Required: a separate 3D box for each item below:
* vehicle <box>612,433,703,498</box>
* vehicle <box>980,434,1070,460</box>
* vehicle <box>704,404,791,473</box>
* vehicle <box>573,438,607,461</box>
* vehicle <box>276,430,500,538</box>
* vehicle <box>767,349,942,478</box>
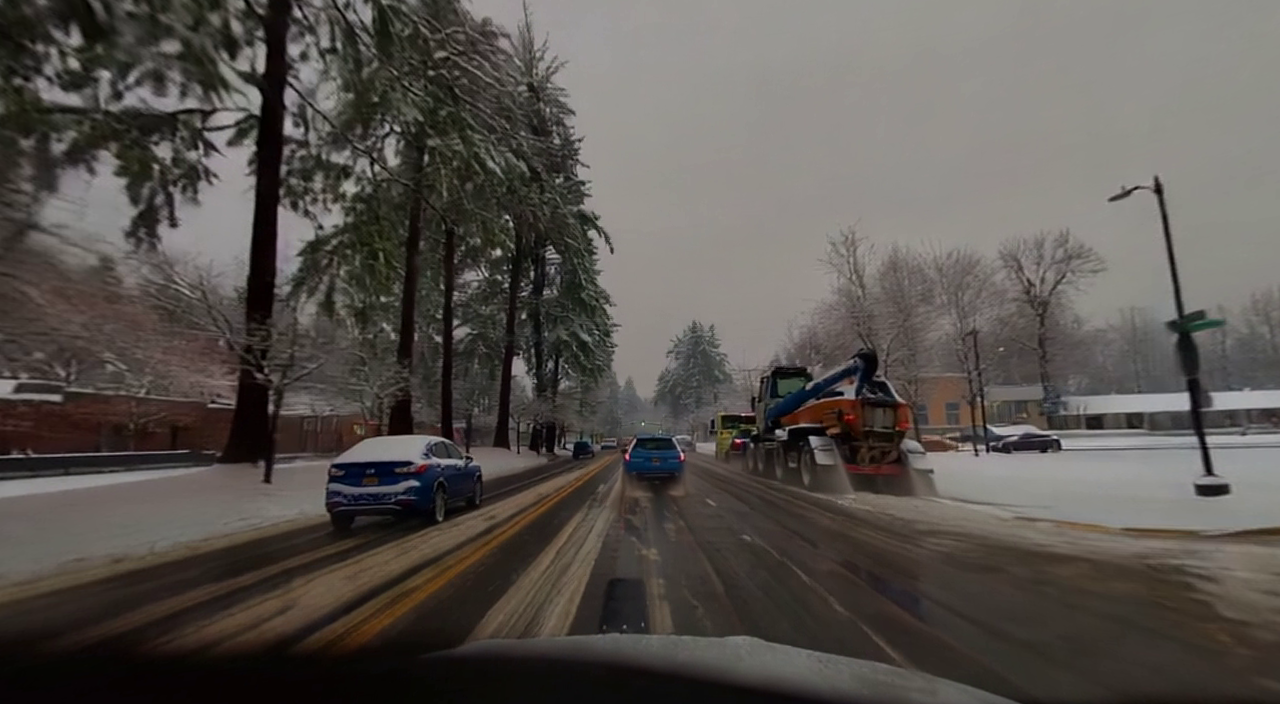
[{"bbox_3d":[0.389,2.911,16.495,2.086,1.466,4.026,0,-8,0],"label":"vehicle"},{"bbox_3d":[25.152,6.226,41.402,1.955,1.599,4.618,4,-9,-26],"label":"vehicle"},{"bbox_3d":[5.529,4.717,34.387,3.089,3.258,8.841,-1,-8,-1],"label":"vehicle"},{"bbox_3d":[-3.666,7.275,47.076,2.062,1.641,4.193,0,-8,2],"label":"vehicle"},{"bbox_3d":[-4.114,2.225,11.384,2.003,1.507,4.808,0,-8,1],"label":"vehicle"},{"bbox_3d":[5.685,1.873,17.950,2.736,3.078,5.825,0,-8,-1],"label":"vehicle"}]
